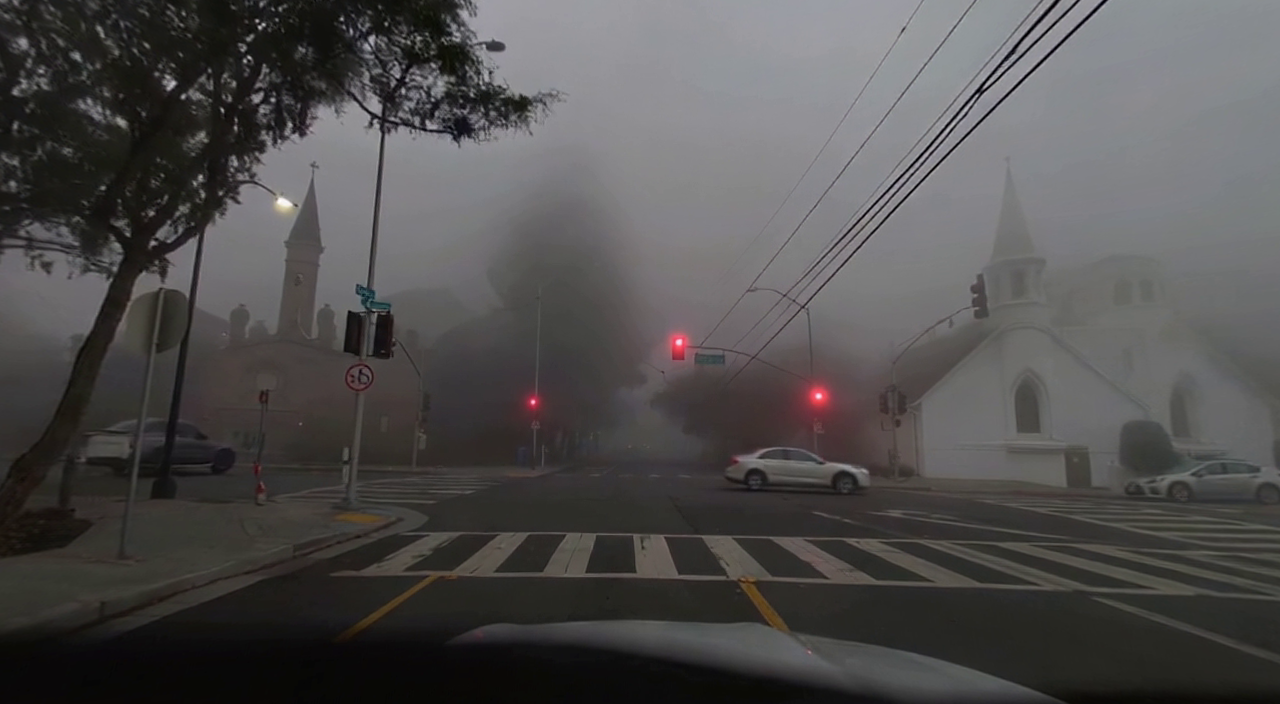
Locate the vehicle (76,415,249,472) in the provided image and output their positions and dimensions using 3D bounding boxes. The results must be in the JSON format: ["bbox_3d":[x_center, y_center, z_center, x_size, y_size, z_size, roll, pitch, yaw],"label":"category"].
[{"bbox_3d":[-16.723,3.230,22.338,4.372,1.892,2.002,0,-9,-1],"label":"vehicle"}]

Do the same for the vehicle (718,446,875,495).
[{"bbox_3d":[5.045,3.896,20.992,4.718,1.497,2.032,0,-9,3],"label":"vehicle"}]
